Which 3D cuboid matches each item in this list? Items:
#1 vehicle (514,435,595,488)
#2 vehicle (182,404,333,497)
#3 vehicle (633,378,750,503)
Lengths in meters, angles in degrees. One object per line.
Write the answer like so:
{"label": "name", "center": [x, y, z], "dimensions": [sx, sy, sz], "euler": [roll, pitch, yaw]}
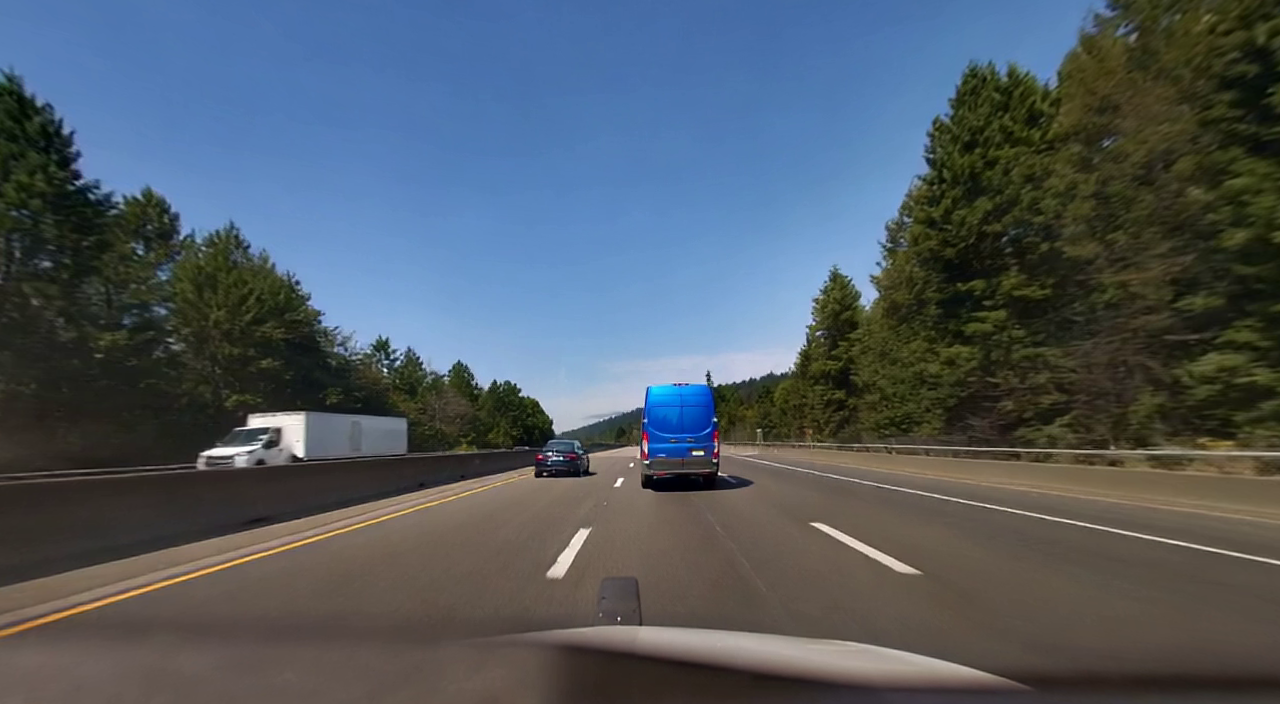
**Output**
{"label": "vehicle", "center": [-2.640, 3.478, 20.419], "dimensions": [1.900, 1.524, 4.324], "euler": [0, -8, 1]}
{"label": "vehicle", "center": [-18.722, 4.854, 31.504], "dimensions": [3.042, 4.116, 6.904], "euler": [0, -8, 0]}
{"label": "vehicle", "center": [1.093, 2.329, 16.776], "dimensions": [2.416, 2.595, 7.243], "euler": [0, -8, 0]}
